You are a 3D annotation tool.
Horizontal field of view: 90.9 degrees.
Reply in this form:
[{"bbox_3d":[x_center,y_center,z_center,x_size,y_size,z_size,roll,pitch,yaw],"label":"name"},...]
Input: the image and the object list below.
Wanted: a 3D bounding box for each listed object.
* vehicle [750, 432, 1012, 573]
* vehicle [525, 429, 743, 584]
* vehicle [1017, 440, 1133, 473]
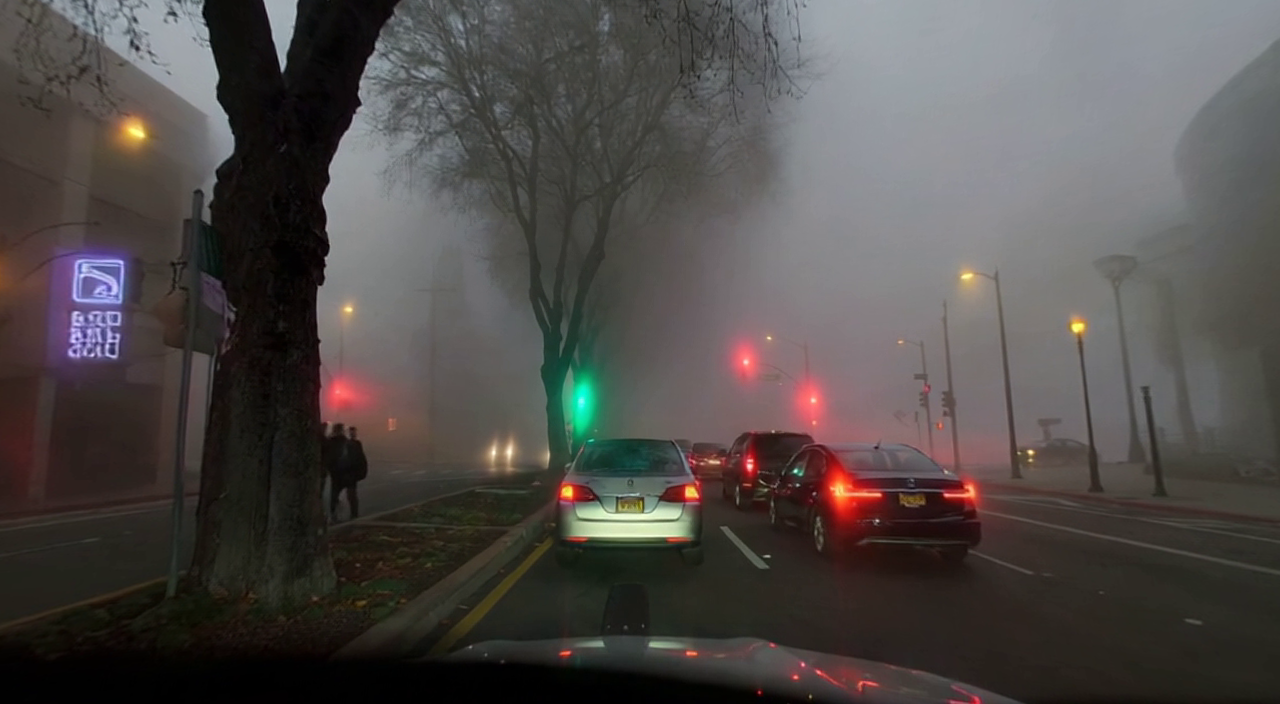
[{"bbox_3d":[2.906,1.894,8.780,1.893,1.446,4.270,0,-8,-1],"label":"vehicle"},{"bbox_3d":[-0.094,1.791,8.180,2.087,1.456,4.143,0,-8,-1],"label":"vehicle"},{"bbox_3d":[22.947,5.548,33.409,4.610,1.622,1.934,-1,-8,4],"label":"vehicle"}]
